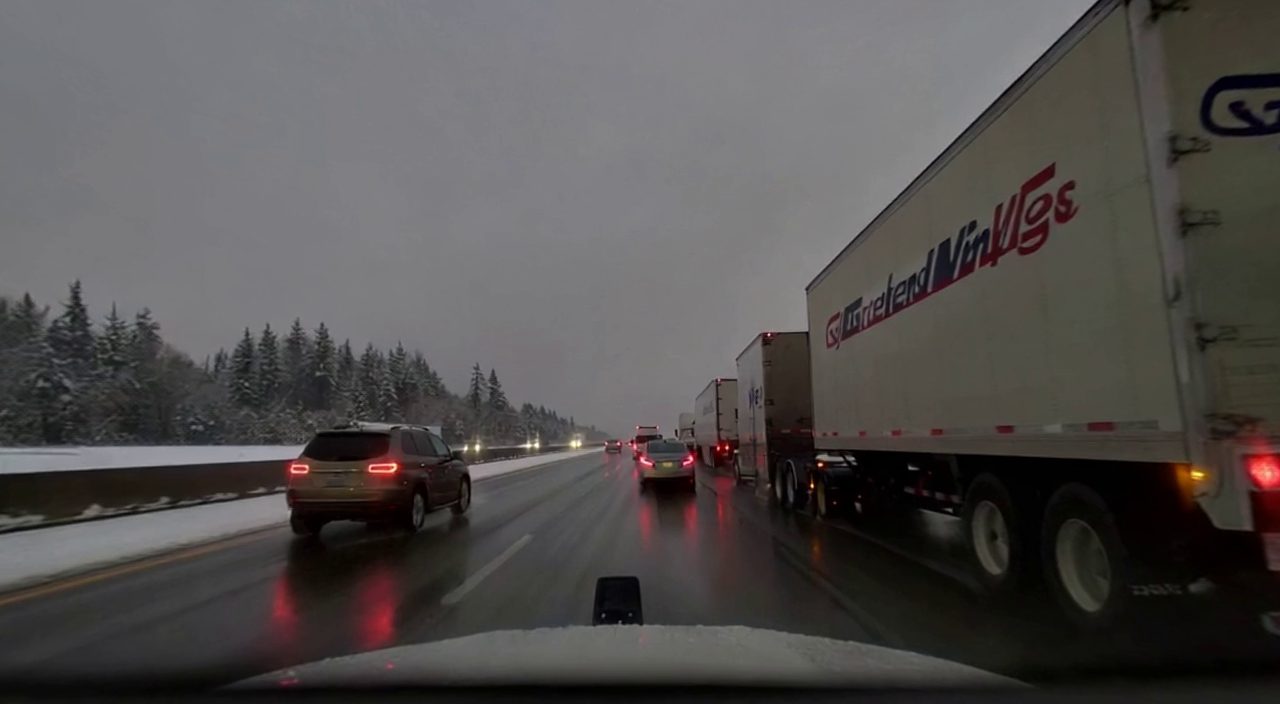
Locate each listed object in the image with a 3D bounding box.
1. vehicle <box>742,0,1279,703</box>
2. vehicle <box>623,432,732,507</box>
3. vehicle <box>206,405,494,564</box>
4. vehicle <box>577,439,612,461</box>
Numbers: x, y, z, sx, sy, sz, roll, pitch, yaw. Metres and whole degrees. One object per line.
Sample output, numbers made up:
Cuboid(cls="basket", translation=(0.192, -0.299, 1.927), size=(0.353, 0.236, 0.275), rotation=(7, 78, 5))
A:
Cuboid(cls="vehicle", translation=(4.543, 0.642, 10.866), size=(2.967, 4.347, 15.373), rotation=(0, -8, 0))
Cuboid(cls="vehicle", translation=(0.718, 2.662, 14.895), size=(2.200, 1.495, 4.282), rotation=(0, -8, -1))
Cuboid(cls="vehicle", translation=(-3.709, 1.751, 9.202), size=(2.006, 1.729, 4.447), rotation=(0, -8, 1))
Cuboid(cls="vehicle", translation=(-3.401, 7.408, 47.890), size=(2.181, 1.538, 4.169), rotation=(0, -8, 1))
